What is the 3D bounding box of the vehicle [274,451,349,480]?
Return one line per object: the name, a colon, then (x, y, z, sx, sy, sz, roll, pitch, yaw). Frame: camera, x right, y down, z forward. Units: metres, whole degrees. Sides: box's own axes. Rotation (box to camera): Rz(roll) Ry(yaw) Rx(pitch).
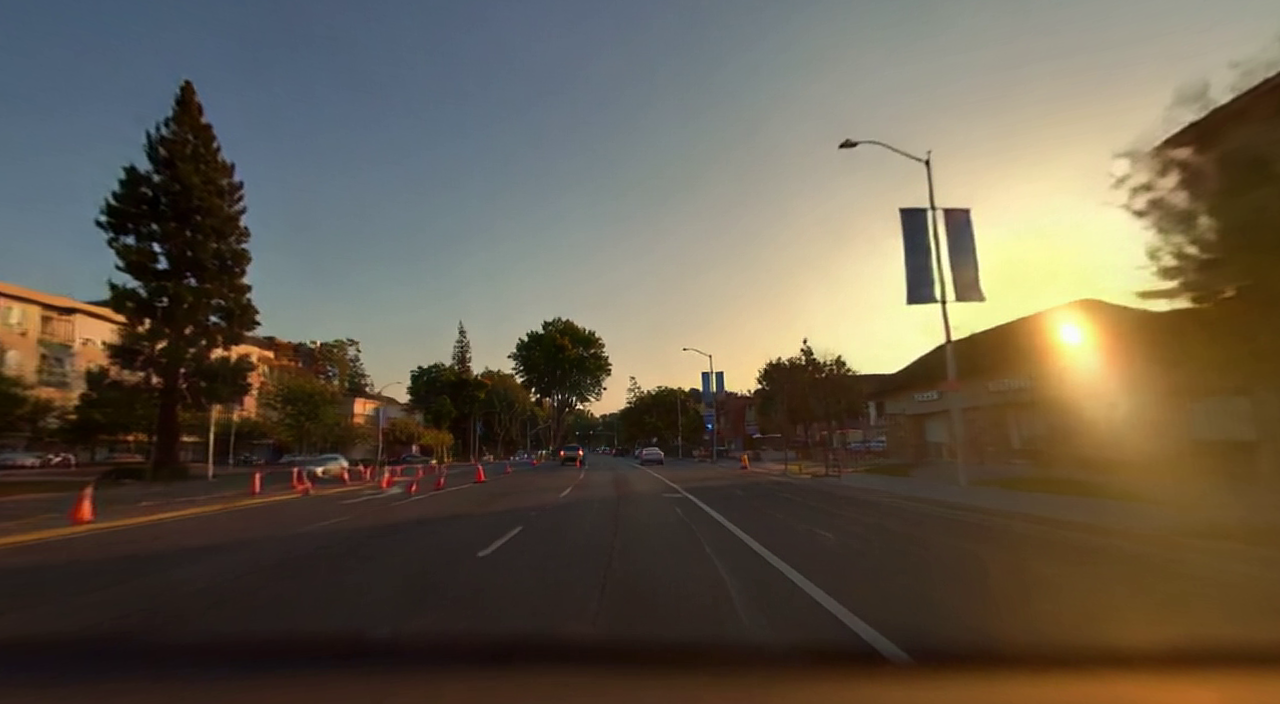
vehicle: (-18.076, 6.240, 35.001, 1.866, 1.477, 4.445, 0, -9, -1)
